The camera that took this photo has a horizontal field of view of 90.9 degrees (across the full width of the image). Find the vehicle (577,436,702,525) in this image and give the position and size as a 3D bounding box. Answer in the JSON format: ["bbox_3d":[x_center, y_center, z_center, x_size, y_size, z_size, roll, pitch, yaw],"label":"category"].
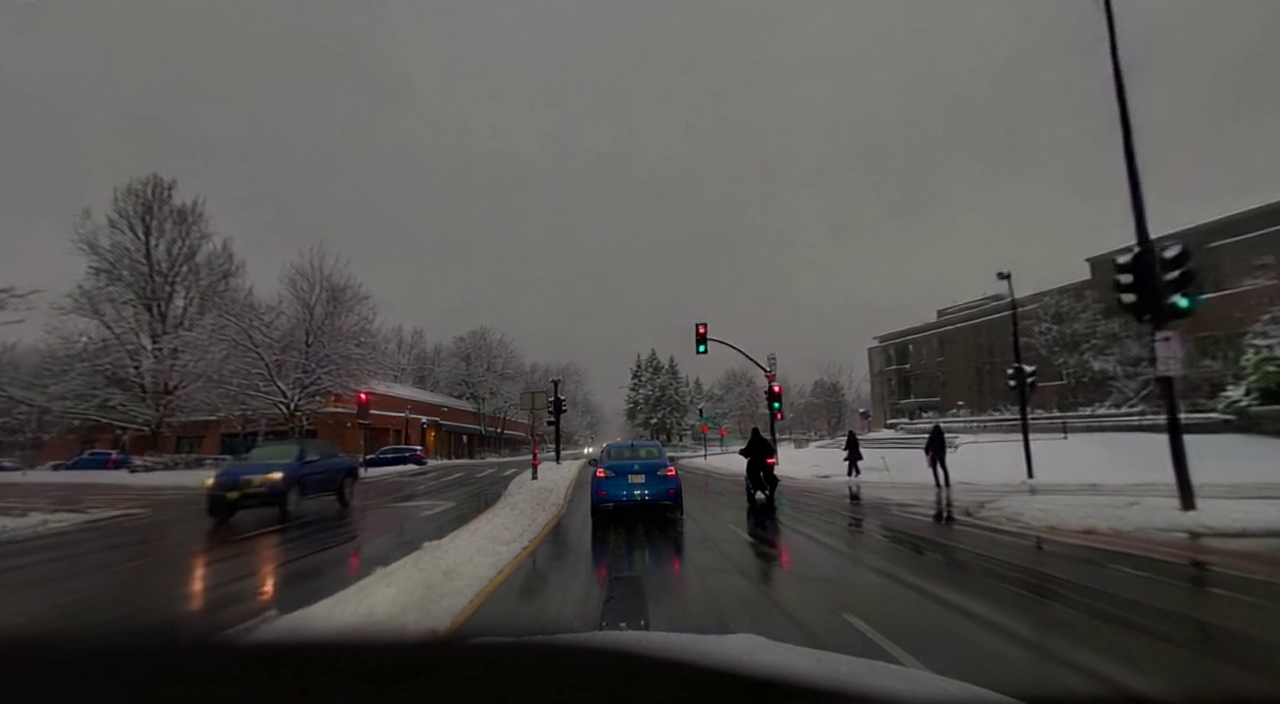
[{"bbox_3d":[-0.119,2.479,12.720,2.118,1.480,3.949,0,-9,-3],"label":"vehicle"}]

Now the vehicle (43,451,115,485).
[{"bbox_3d":[-32.201,6.587,36.148,4.653,1.795,2.163,-7,-11,38],"label":"vehicle"}]

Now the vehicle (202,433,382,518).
[{"bbox_3d":[-8.053,2.864,15.146,1.993,1.692,4.226,0,-9,-2],"label":"vehicle"}]
